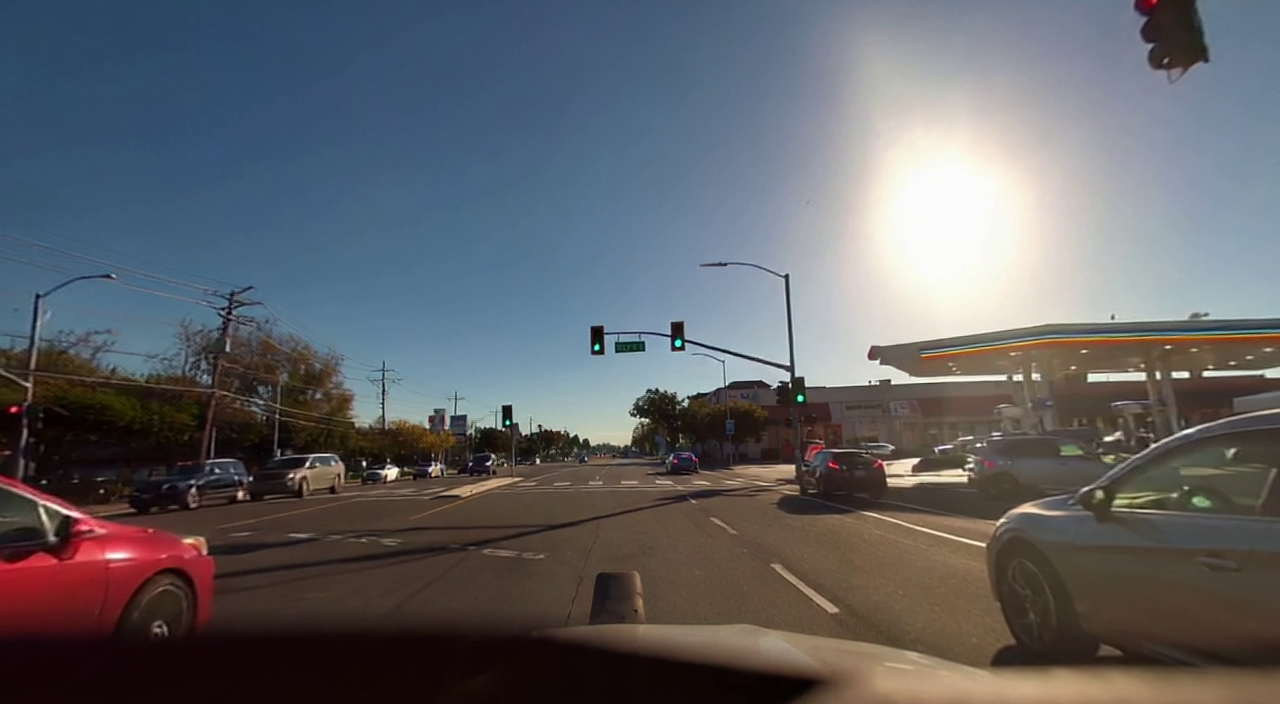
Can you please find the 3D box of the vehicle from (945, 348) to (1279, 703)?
[{"bbox_3d":[3.333,0.829,2.334,2.085,1.655,4.459,0,-9,-1],"label":"vehicle"}]

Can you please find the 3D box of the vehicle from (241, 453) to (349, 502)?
[{"bbox_3d":[-14.992,5.432,27.841,2.087,1.902,4.848,0,-9,-1],"label":"vehicle"}]

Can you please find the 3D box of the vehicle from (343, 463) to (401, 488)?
[{"bbox_3d":[-18.605,8.590,44.097,2.083,1.466,4.565,0,-9,-1],"label":"vehicle"}]

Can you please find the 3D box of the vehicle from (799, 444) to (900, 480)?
[{"bbox_3d":[10.760,5.643,32.701,2.066,1.699,4.419,7,-11,-41],"label":"vehicle"}]

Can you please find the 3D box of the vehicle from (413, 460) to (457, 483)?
[{"bbox_3d":[-15.265,8.884,47.250,1.751,1.484,4.561,0,-9,-1],"label":"vehicle"}]

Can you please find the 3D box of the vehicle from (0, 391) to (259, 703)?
[{"bbox_3d":[-3.691,0.955,2.472,1.935,1.617,4.045,0,-9,-2],"label":"vehicle"}]
